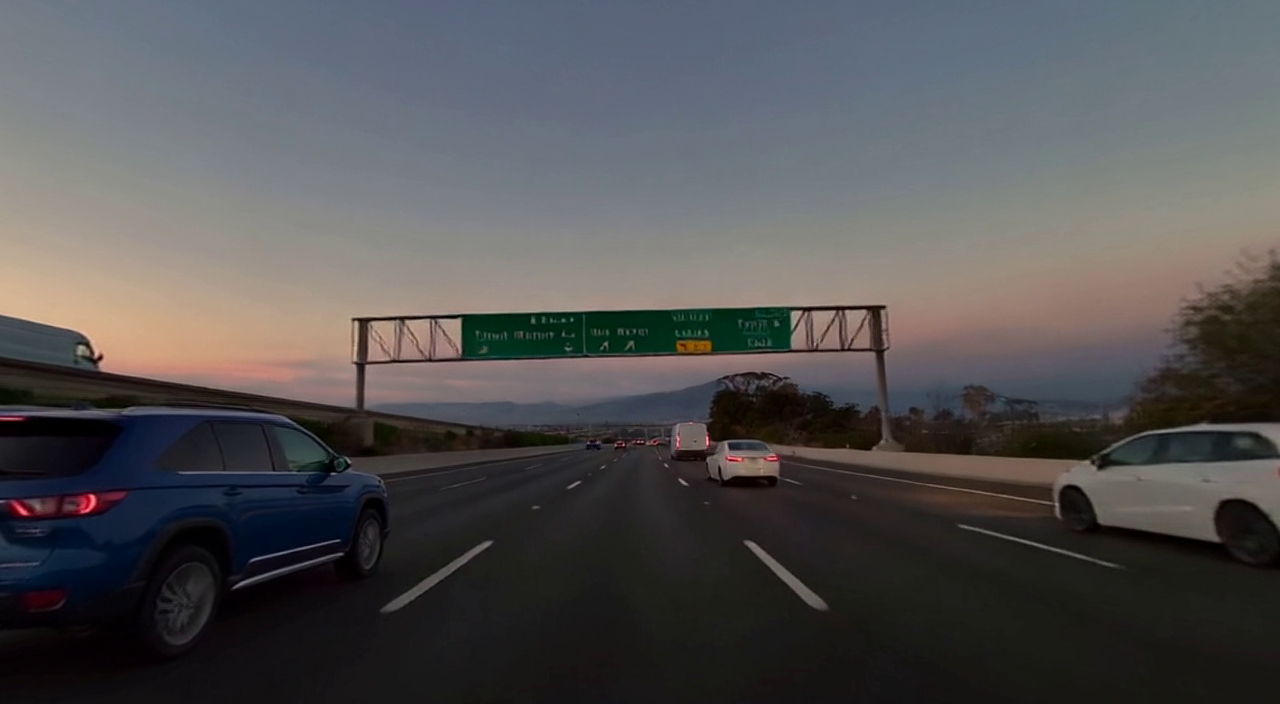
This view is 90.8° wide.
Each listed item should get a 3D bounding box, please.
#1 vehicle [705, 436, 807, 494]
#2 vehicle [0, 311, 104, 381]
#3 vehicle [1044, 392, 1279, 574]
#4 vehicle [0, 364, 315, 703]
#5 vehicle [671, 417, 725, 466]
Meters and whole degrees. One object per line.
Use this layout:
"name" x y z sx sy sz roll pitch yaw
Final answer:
"vehicle" 3.360 3.391 19.439 2.108 1.509 5.059 0 -8 -1
"vehicle" -18.462 -0.232 17.858 2.044 1.573 4.964 -1 -8 3
"vehicle" 7.162 1.382 6.934 2.184 1.712 4.856 0 -8 -1
"vehicle" -4.130 1.010 3.888 2.000 1.646 4.201 0 -8 0
"vehicle" 3.429 5.510 38.911 2.629 2.718 6.740 0 -8 0
